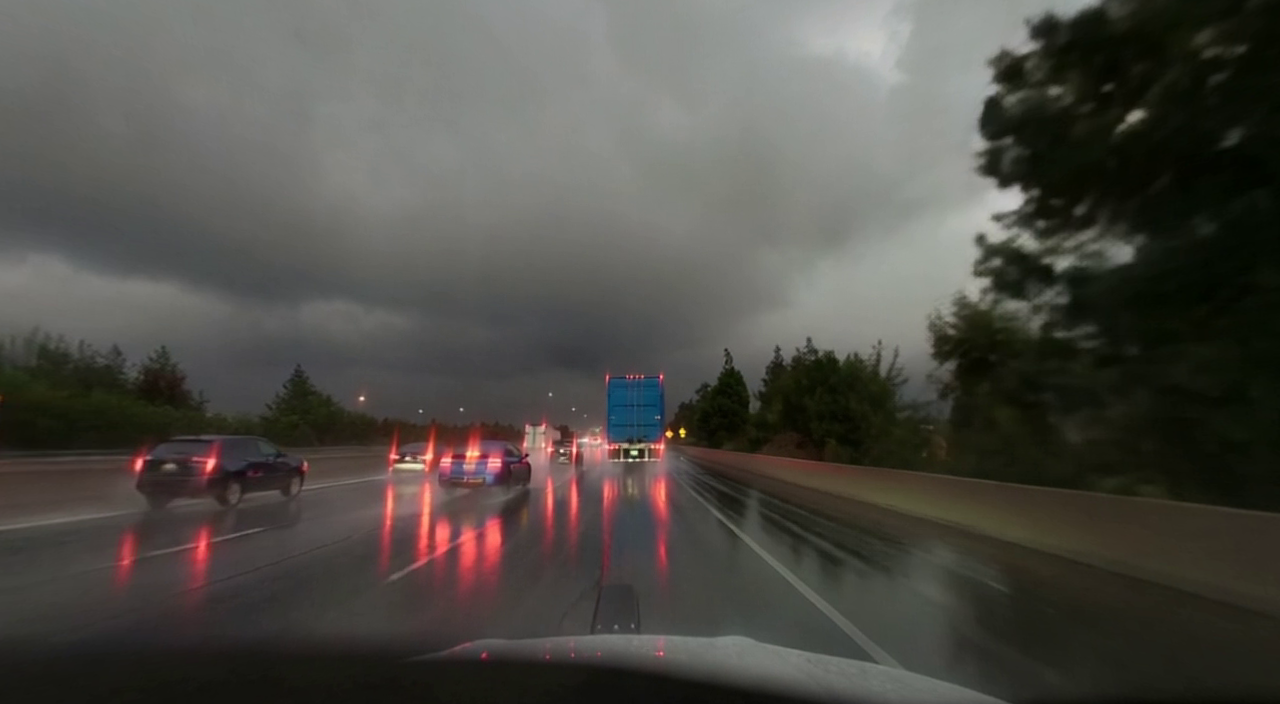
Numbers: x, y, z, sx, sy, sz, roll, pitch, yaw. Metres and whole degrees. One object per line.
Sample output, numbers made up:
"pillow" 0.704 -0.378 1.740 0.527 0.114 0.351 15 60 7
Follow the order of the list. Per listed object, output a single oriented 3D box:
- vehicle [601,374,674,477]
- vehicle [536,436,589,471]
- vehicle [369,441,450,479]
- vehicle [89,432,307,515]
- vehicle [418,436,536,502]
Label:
"vehicle" -0.309 3.679 30.546 2.913 4.113 10.724 0 -8 -2
"vehicle" -3.954 5.240 32.675 2.158 1.680 4.087 0 -8 1
"vehicle" -9.742 4.578 26.993 1.863 1.474 4.278 0 -8 0
"vehicle" -9.713 2.670 14.359 1.952 1.590 4.090 0 -8 1
"vehicle" -4.285 3.116 17.258 2.164 1.582 3.979 0 -8 0
